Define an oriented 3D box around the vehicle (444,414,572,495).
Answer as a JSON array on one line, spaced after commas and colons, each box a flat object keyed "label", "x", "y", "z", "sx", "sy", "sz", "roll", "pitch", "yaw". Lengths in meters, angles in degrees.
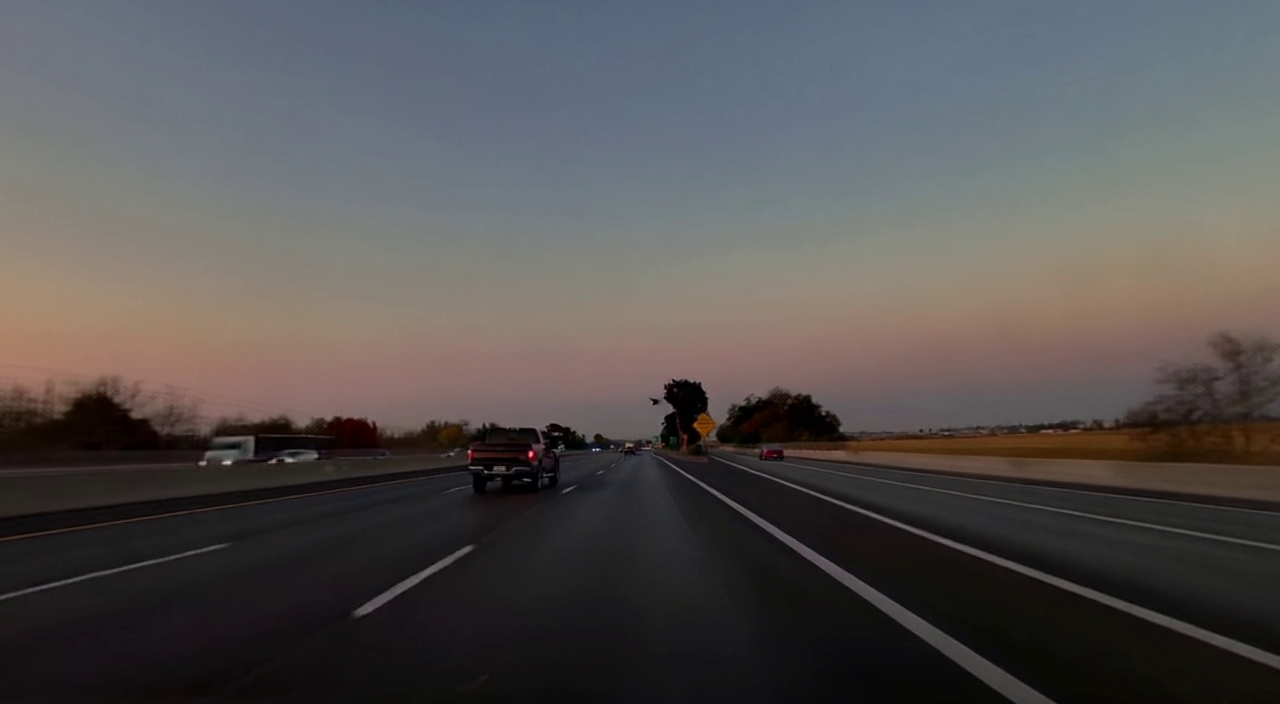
[{"label": "vehicle", "x": -3.790, "y": 3.132, "z": 19.584, "sx": 2.601, "sy": 2.084, "sz": 6.068, "roll": 0, "pitch": -8, "yaw": 1}]
